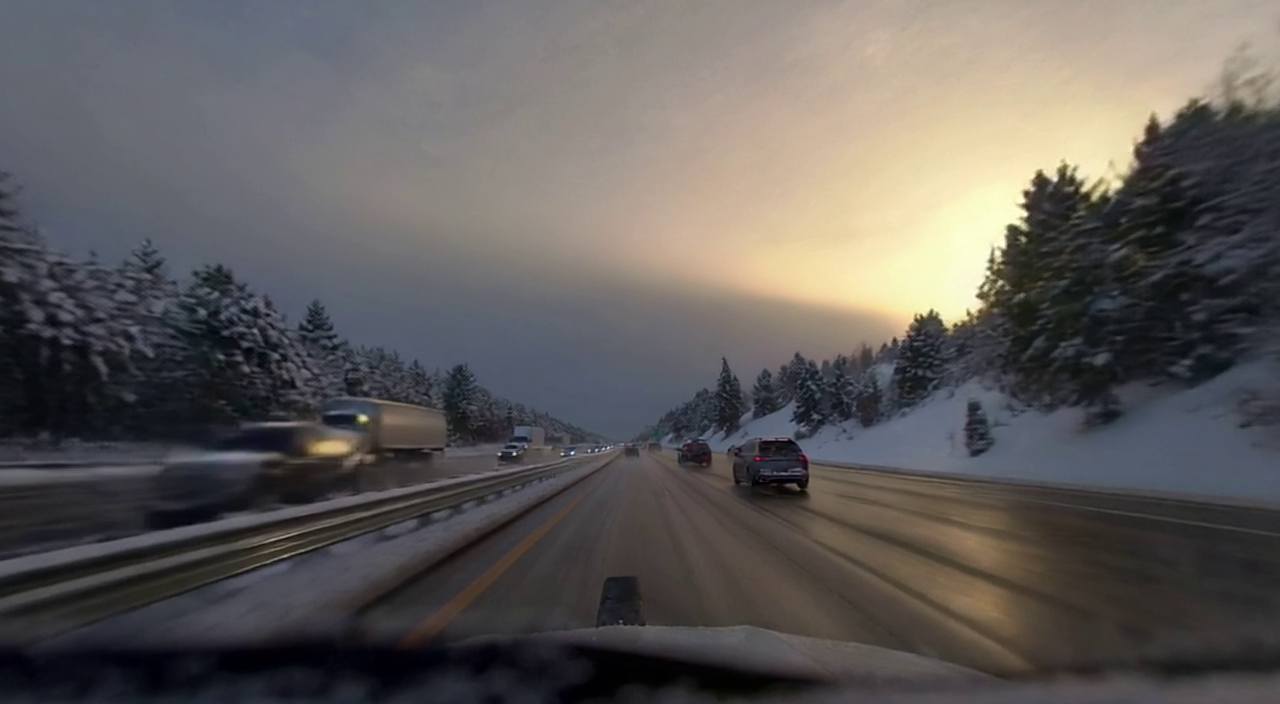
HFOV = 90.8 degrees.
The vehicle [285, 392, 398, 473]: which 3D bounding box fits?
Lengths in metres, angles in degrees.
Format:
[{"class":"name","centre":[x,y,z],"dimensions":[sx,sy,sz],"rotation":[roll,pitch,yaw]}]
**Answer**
[{"class":"vehicle","centre":[-15.658,4.368,33.723],"dimensions":[3.005,3.890,6.103],"rotation":[0,-9,-1]}]

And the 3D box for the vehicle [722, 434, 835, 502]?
[{"class":"vehicle","centre":[3.582,3.097,17.190],"dimensions":[2.023,1.603,4.159],"rotation":[0,-9,-1]}]

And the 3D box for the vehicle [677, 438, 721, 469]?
[{"class":"vehicle","centre":[3.498,6.102,38.051],"dimensions":[2.070,1.751,4.576],"rotation":[0,-9,-2]}]

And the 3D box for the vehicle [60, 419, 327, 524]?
[{"class":"vehicle","centre":[-8.325,2.265,12.451],"dimensions":[1.988,1.672,4.426],"rotation":[0,-9,0]}]
